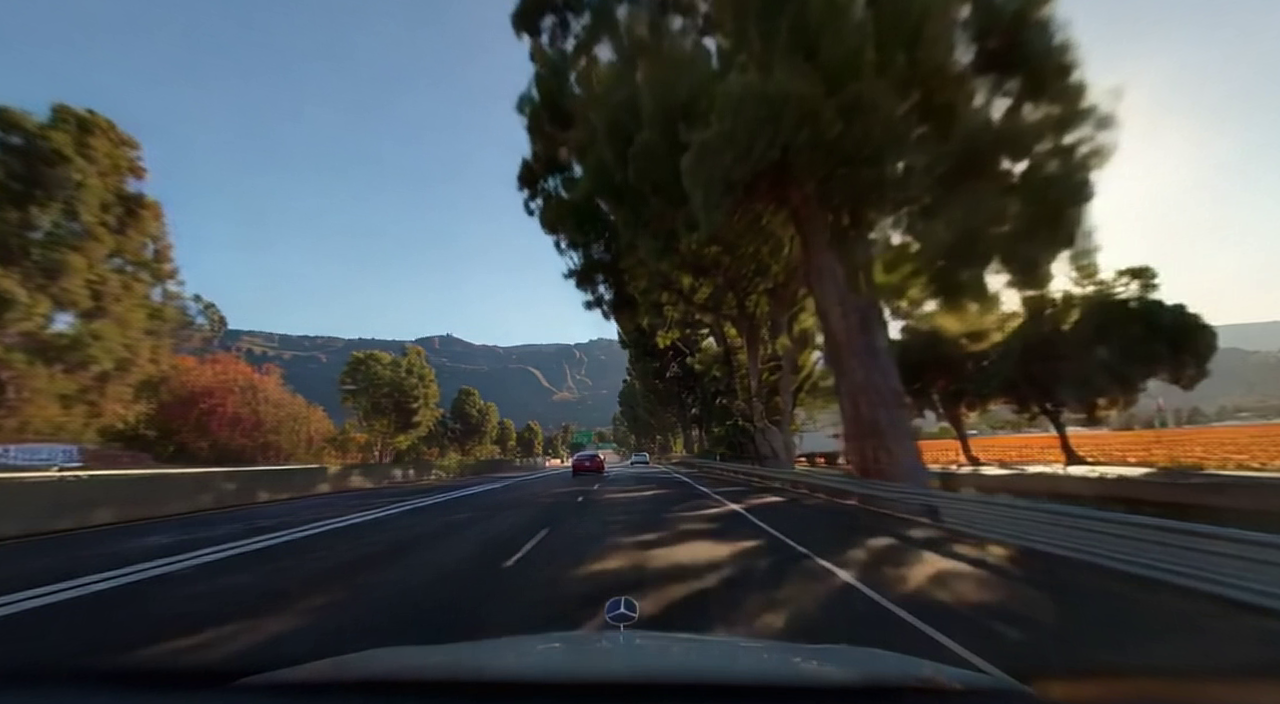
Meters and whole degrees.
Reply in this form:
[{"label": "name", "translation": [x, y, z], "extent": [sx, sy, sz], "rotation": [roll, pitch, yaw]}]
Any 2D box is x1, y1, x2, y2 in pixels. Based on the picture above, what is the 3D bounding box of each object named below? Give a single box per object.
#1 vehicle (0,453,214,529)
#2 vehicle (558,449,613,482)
[{"label": "vehicle", "translation": [-12.400, 3.184, 15.019], "extent": [1.783, 1.520, 3.915], "rotation": [0, -9, -1]}, {"label": "vehicle", "translation": [-2.585, 5.543, 31.130], "extent": [2.170, 1.451, 4.584], "rotation": [0, -9, 2]}]
